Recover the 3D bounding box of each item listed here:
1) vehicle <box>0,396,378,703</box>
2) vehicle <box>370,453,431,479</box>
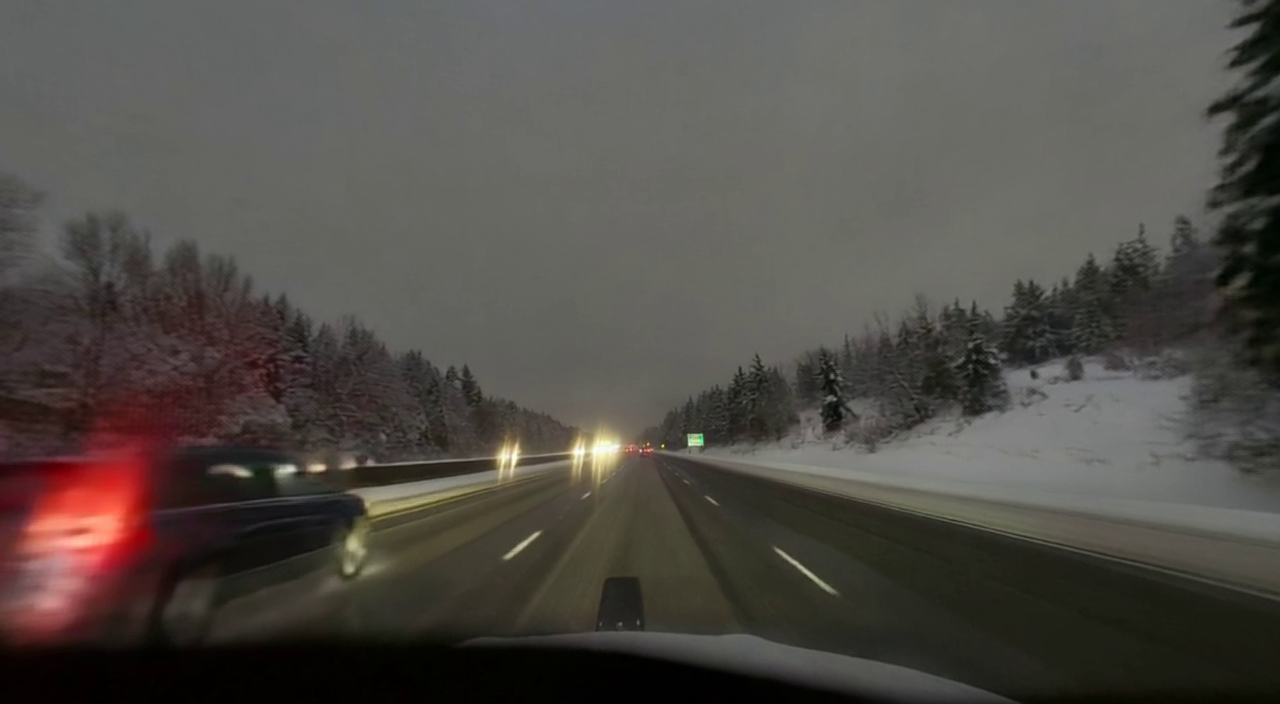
[{"bbox_3d":[-3.642,1.209,4.219,1.979,1.521,4.147,0,-9,0],"label":"vehicle"},{"bbox_3d":[-16.117,7.678,42.729,2.213,1.598,4.523,-1,-9,1],"label":"vehicle"}]
